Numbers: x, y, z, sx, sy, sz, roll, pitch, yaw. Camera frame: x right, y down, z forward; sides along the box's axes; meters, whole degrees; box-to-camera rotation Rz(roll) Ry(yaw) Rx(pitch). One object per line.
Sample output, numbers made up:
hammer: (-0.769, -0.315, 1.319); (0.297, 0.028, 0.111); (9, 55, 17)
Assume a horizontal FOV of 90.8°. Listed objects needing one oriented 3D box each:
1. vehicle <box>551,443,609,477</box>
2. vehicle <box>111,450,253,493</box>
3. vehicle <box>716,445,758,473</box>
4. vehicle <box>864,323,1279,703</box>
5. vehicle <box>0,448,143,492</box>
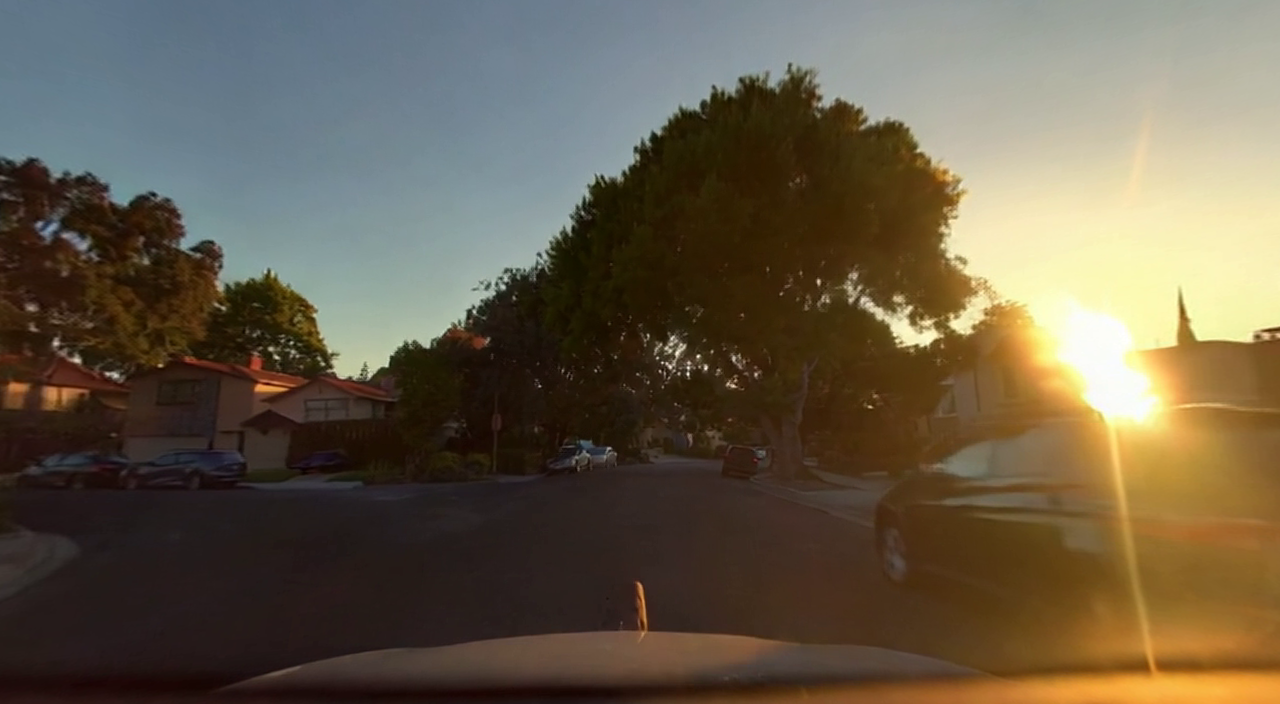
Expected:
vehicle: (-3.424, 6.260, 36.915); (2.041, 1.762, 4.508); (-4, -8, 12)
vehicle: (-16.217, 4.207, 22.484); (3.734, 1.441, 1.756); (-1, -9, 4)
vehicle: (6.372, 6.919, 41.102); (2.075, 1.657, 4.648); (-3, -9, 16)
vehicle: (3.629, 1.098, 4.447); (2.228, 1.813, 4.901); (0, -9, -1)
vehicle: (-20.409, 4.203, 22.710); (3.610, 1.501, 1.814); (-1, -9, 5)
